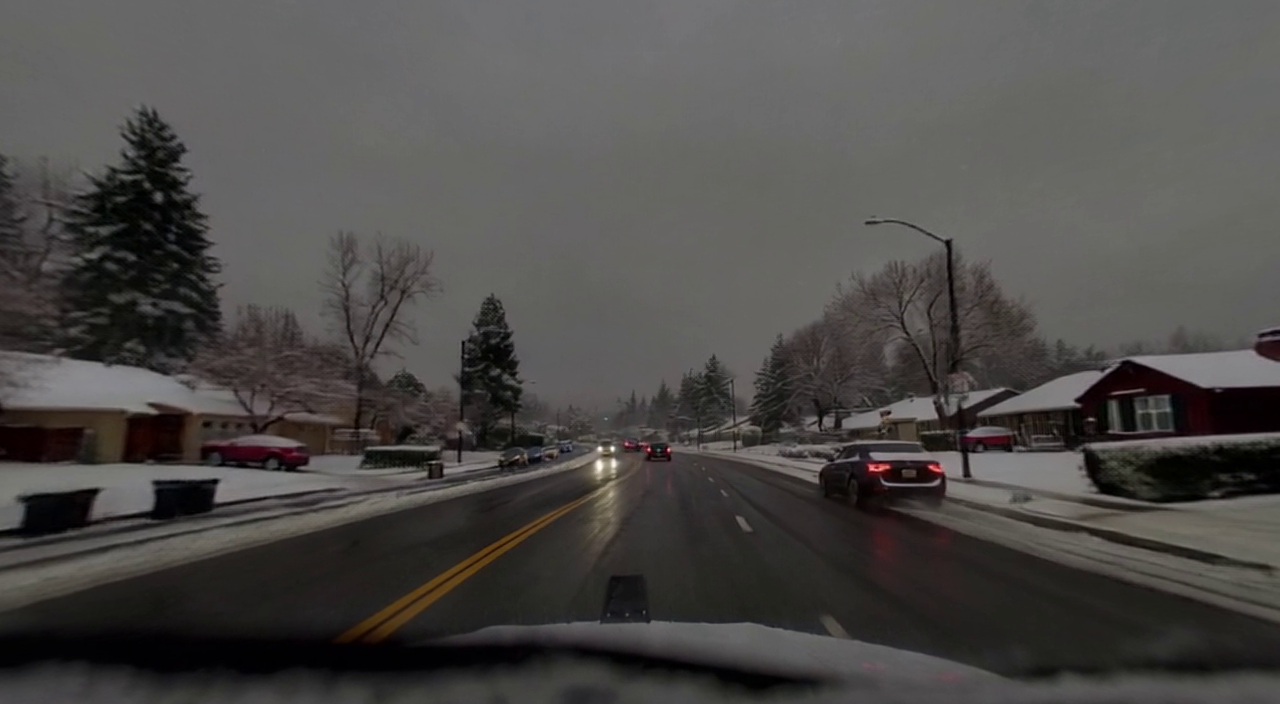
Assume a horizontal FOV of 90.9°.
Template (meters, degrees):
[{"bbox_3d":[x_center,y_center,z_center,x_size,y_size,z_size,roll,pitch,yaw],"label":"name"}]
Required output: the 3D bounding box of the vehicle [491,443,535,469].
[{"bbox_3d":[-8.759,7.190,43.956,2.038,1.690,4.825,0,-8,0],"label":"vehicle"}]

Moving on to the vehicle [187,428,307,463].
[{"bbox_3d":[-18.415,4.415,29.672,4.377,1.570,1.871,0,-8,1],"label":"vehicle"}]

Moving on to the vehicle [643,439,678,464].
[{"bbox_3d":[1.362,6.917,43.939,2.106,1.667,4.367,0,-8,-3],"label":"vehicle"}]

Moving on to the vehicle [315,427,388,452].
[{"bbox_3d":[-22.722,6.939,49.737,4.772,1.877,2.038,1,-8,-8],"label":"vehicle"}]

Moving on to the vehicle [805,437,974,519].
[{"bbox_3d":[5.186,2.653,13.844,1.934,1.506,4.282,0,-8,0],"label":"vehicle"}]

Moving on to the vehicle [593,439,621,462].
[{"bbox_3d":[-2.606,7.673,49.054,2.081,1.721,4.228,1,-8,-5],"label":"vehicle"}]
